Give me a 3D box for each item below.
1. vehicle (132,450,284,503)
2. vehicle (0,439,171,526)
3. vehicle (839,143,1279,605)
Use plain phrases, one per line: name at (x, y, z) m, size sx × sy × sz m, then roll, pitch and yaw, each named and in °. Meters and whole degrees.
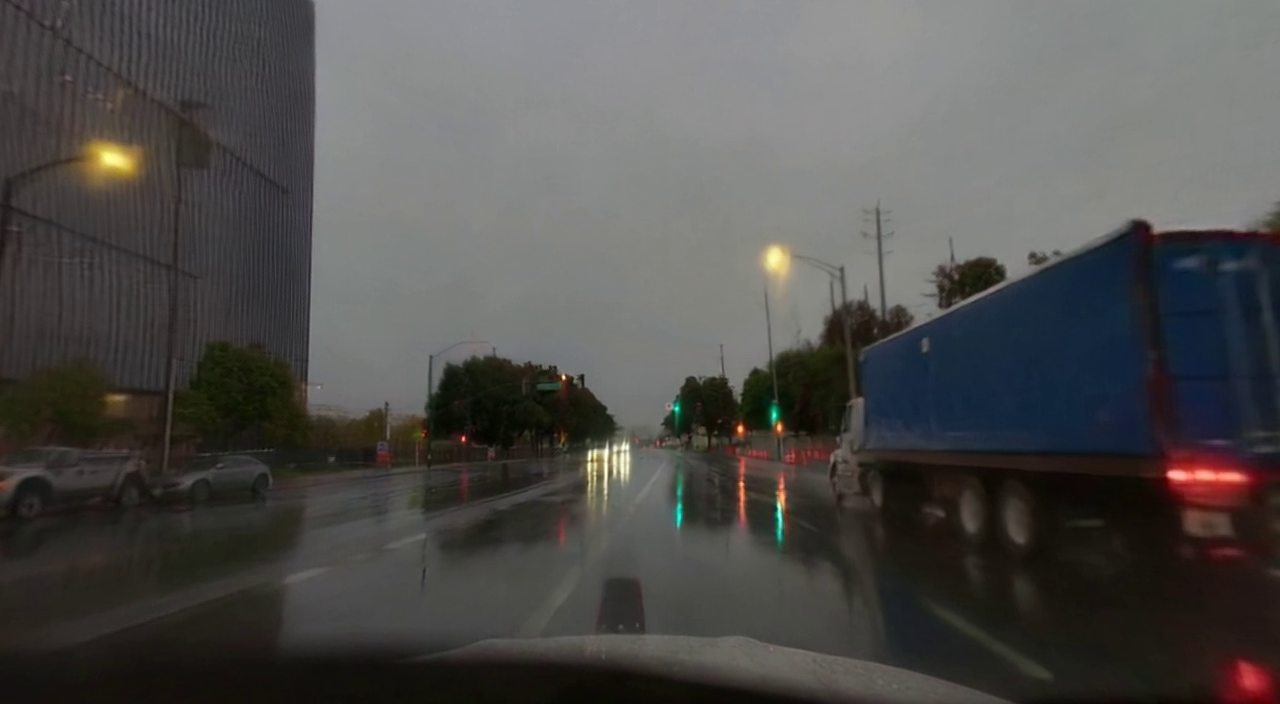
vehicle at (-15.431, 4.432, 22.973) m, size 1.925 × 1.665 × 4.893 m, roll 0°, pitch -8°, yaw 2°
vehicle at (-15.652, 3.387, 17.119) m, size 1.937 × 1.984 × 4.928 m, roll 0°, pitch -8°, yaw 2°
vehicle at (6.247, 0.800, 10.136) m, size 3.176 × 3.913 × 9.805 m, roll 0°, pitch -8°, yaw 2°
